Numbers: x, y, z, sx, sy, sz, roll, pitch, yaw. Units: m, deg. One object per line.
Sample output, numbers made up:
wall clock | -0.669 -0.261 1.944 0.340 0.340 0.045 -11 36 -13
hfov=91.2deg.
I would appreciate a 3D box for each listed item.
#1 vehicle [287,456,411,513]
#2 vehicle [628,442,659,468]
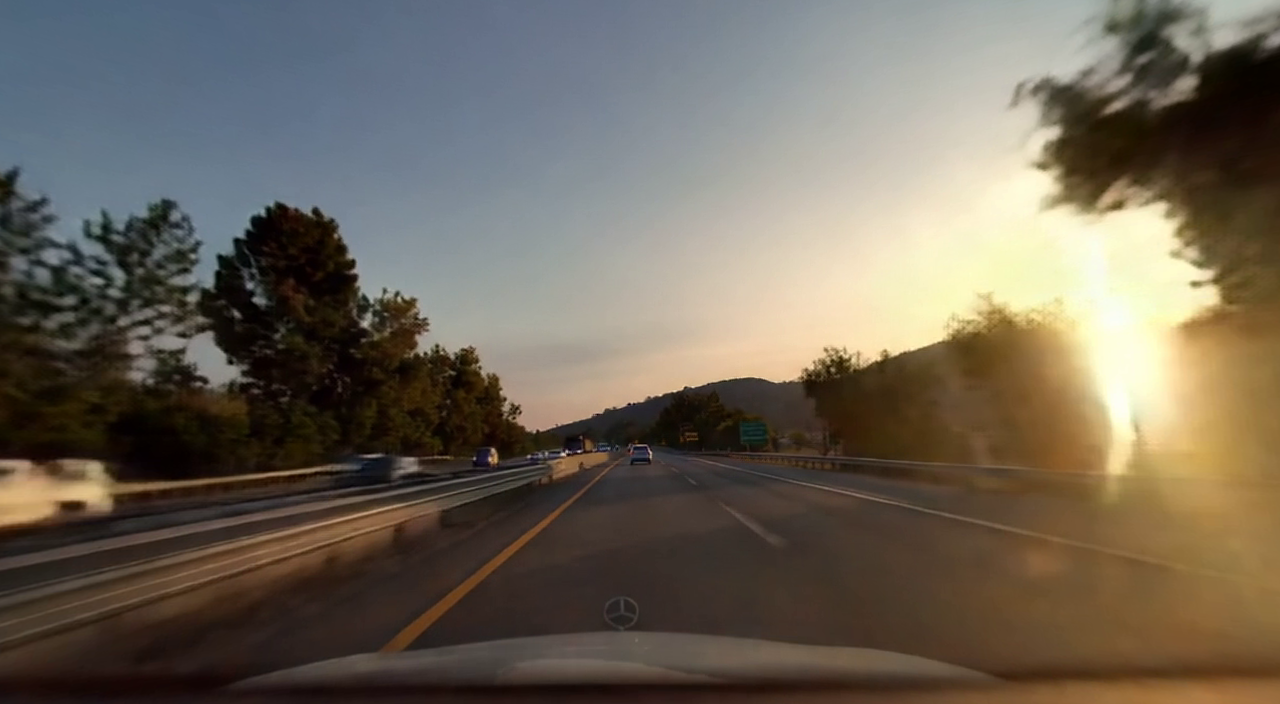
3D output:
vehicle | -8.776 4.002 19.332 1.919 1.491 3.932 0 -9 0
vehicle | 0.252 7.297 44.465 2.098 1.692 4.038 0 -9 0
